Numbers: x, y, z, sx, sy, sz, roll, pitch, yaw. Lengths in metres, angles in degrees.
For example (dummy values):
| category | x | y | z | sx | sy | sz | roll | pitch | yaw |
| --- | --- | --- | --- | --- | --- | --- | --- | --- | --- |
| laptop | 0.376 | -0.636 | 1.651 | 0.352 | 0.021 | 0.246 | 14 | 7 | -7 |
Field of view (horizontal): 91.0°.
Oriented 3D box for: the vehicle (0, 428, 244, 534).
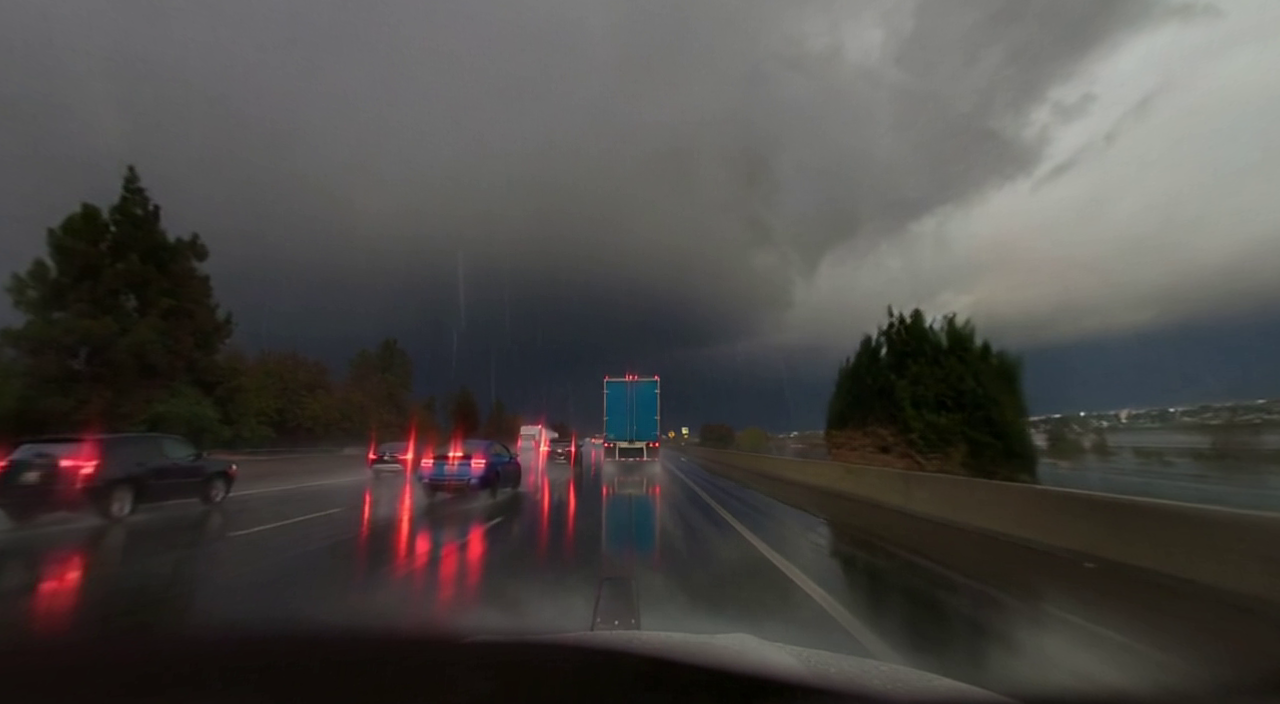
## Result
| category | x | y | z | sx | sy | sz | roll | pitch | yaw |
| --- | --- | --- | --- | --- | --- | --- | --- | --- | --- |
| vehicle | -9.640 | 2.252 | 11.611 | 1.952 | 1.590 | 4.090 | 0 | -8 | 0 |

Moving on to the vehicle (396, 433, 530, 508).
| category | x | y | z | sx | sy | sz | roll | pitch | yaw |
| --- | --- | --- | --- | --- | --- | --- | --- | --- | --- |
| vehicle | -4.185 | 2.854 | 15.650 | 2.164 | 1.582 | 3.979 | 0 | -8 | 0 |

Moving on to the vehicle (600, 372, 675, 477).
| category | x | y | z | sx | sy | sz | roll | pitch | yaw |
| --- | --- | --- | --- | --- | --- | --- | --- | --- | --- |
| vehicle | -0.299 | 3.614 | 30.181 | 2.913 | 4.113 | 10.724 | 0 | -8 | -2 |

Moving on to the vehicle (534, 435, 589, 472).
| category | x | y | z | sx | sy | sz | roll | pitch | yaw |
| --- | --- | --- | --- | --- | --- | --- | --- | --- | --- |
| vehicle | -3.839 | 5.038 | 31.377 | 2.158 | 1.680 | 4.087 | 0 | -8 | 1 |

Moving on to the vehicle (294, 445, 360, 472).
| category | x | y | z | sx | sy | sz | roll | pitch | yaw |
| --- | --- | --- | --- | --- | --- | --- | --- | --- | --- |
| vehicle | -18.026 | 6.115 | 36.471 | 1.726 | 1.443 | 4.296 | 0 | -8 | -1 |

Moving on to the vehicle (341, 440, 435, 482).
| category | x | y | z | sx | sy | sz | roll | pitch | yaw |
| --- | --- | --- | --- | --- | --- | --- | --- | --- | --- |
| vehicle | -9.678 | 4.200 | 24.566 | 1.863 | 1.474 | 4.278 | 0 | -8 | 0 |
